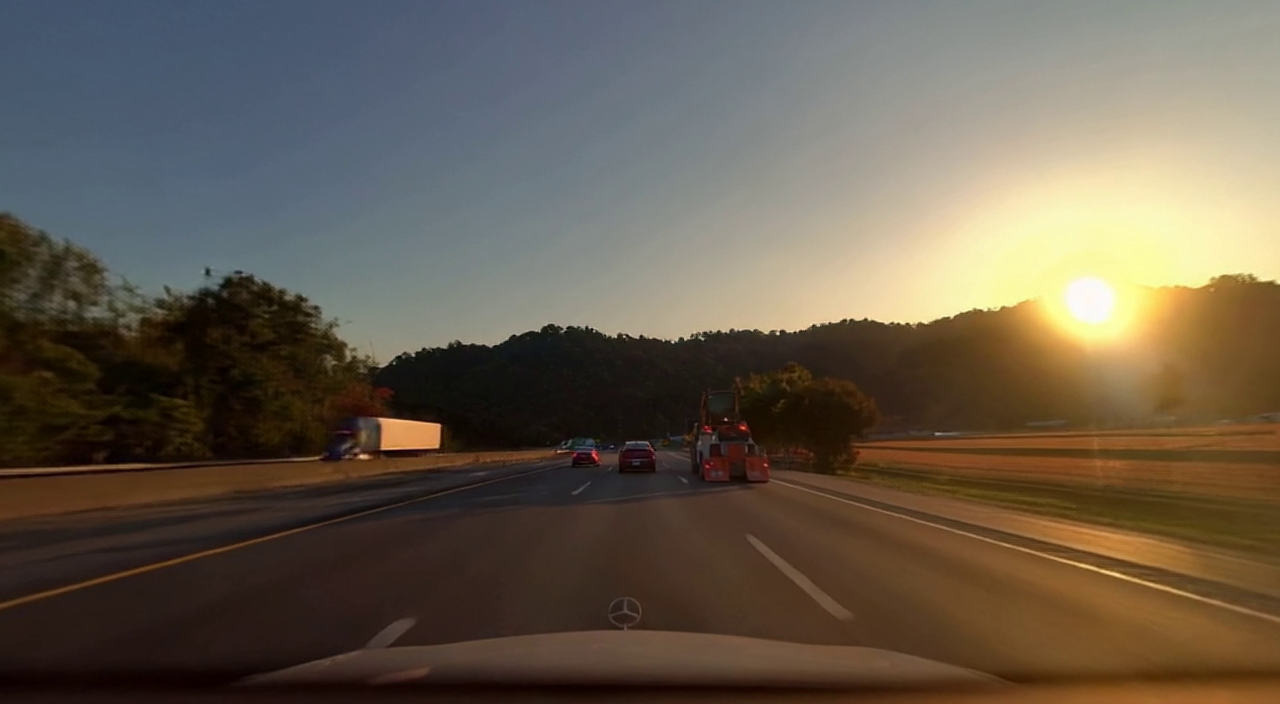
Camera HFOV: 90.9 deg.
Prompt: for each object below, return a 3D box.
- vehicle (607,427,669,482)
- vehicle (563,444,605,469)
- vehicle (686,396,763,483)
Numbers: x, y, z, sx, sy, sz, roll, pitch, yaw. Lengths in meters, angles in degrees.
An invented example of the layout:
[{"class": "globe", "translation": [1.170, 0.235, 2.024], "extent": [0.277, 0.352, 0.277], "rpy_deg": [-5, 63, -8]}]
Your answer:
[{"class": "vehicle", "translation": [-0.057, 4.131, 25.657], "extent": [2.308, 1.993, 4.631], "rpy_deg": [0, -8, 1]}, {"class": "vehicle", "translation": [-3.396, 6.409, 38.880], "extent": [2.096, 1.469, 4.319], "rpy_deg": [0, -8, 1]}, {"class": "vehicle", "translation": [4.069, 4.570, 32.759], "extent": [2.793, 3.828, 9.580], "rpy_deg": [0, -8, 1]}]
